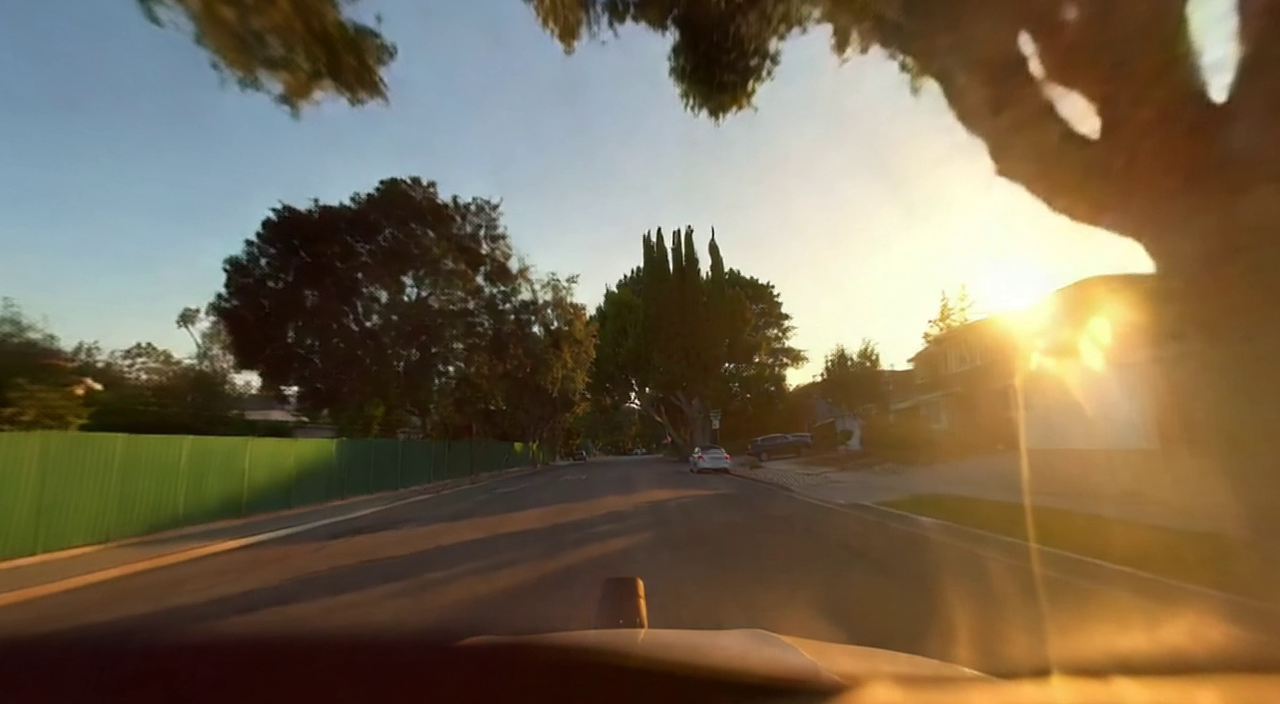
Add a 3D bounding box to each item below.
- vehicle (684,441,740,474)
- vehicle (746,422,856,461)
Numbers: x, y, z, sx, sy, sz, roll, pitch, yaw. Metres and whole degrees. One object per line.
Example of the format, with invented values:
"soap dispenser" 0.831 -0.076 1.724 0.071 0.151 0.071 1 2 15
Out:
"vehicle" 3.569 5.304 32.133 2.051 1.524 5.047 0 -8 -2
"vehicle" 9.614 5.418 38.217 5.935 1.911 2.236 -4 -9 0
